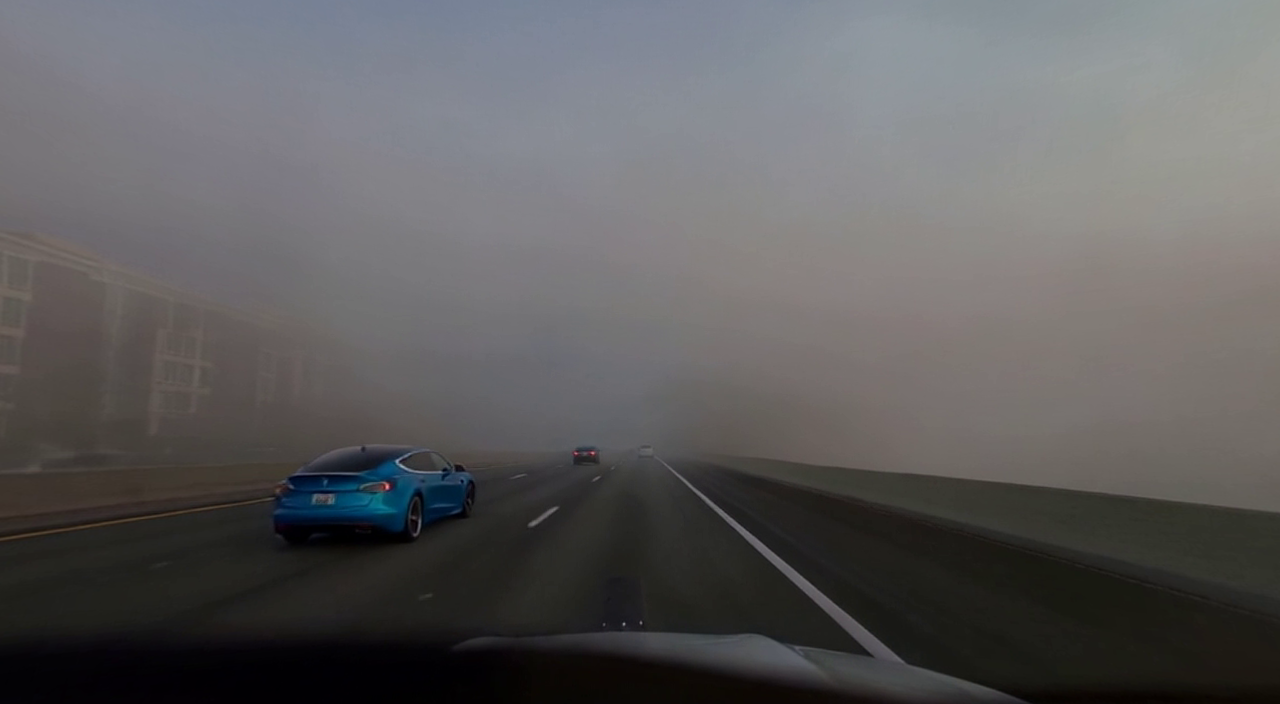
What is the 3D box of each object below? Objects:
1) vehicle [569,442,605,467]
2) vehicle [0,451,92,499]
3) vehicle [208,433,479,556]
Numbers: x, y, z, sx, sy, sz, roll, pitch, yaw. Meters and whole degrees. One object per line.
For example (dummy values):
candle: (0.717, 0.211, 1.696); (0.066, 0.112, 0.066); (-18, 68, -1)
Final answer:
vehicle: (-3.340, 6.548, 40.458); (1.926, 1.464, 4.186); (0, -8, 1)
vehicle: (-21.294, 4.160, 21.563); (1.817, 1.465, 3.571); (0, -8, 1)
vehicle: (-4.155, 2.051, 9.870); (2.083, 1.471, 4.350); (0, -8, 1)
